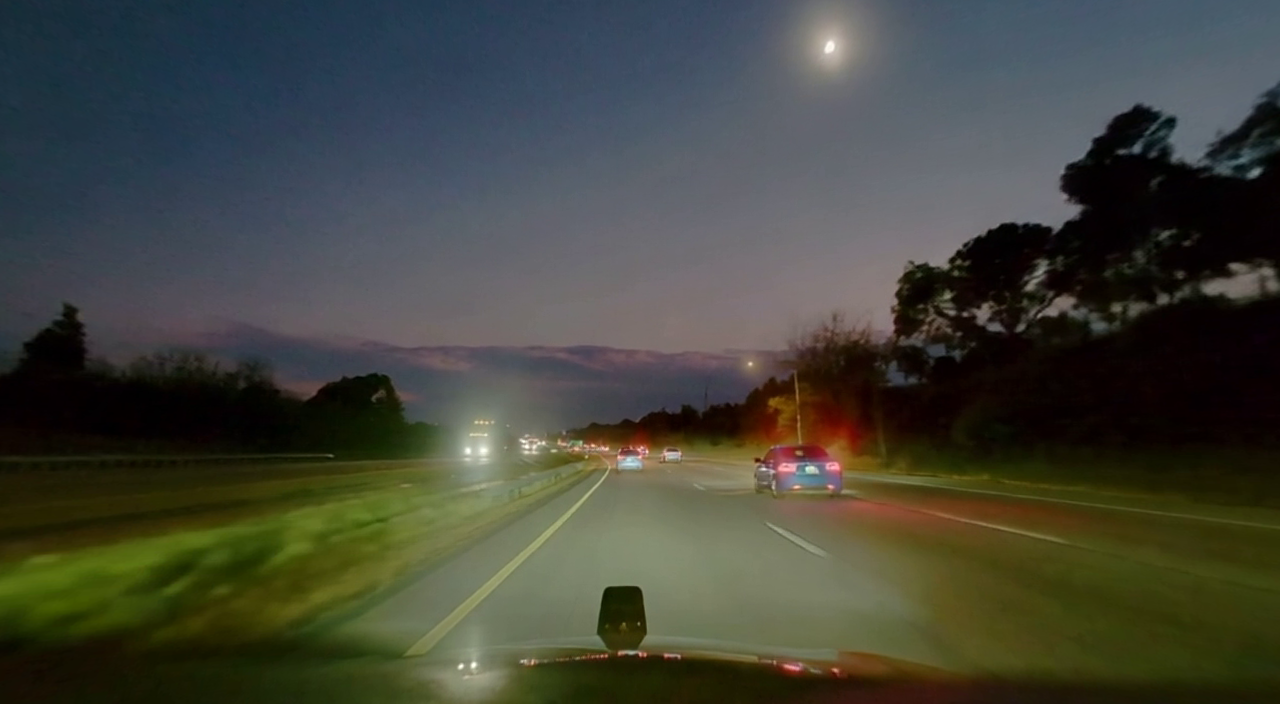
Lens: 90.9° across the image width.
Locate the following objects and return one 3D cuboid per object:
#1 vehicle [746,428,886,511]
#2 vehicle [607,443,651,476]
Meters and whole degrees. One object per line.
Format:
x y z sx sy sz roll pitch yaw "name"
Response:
3.819 2.644 14.491 2.013 1.623 3.916 0 -9 -1 "vehicle"
-0.575 5.274 31.074 2.050 1.534 3.771 0 -9 -2 "vehicle"
